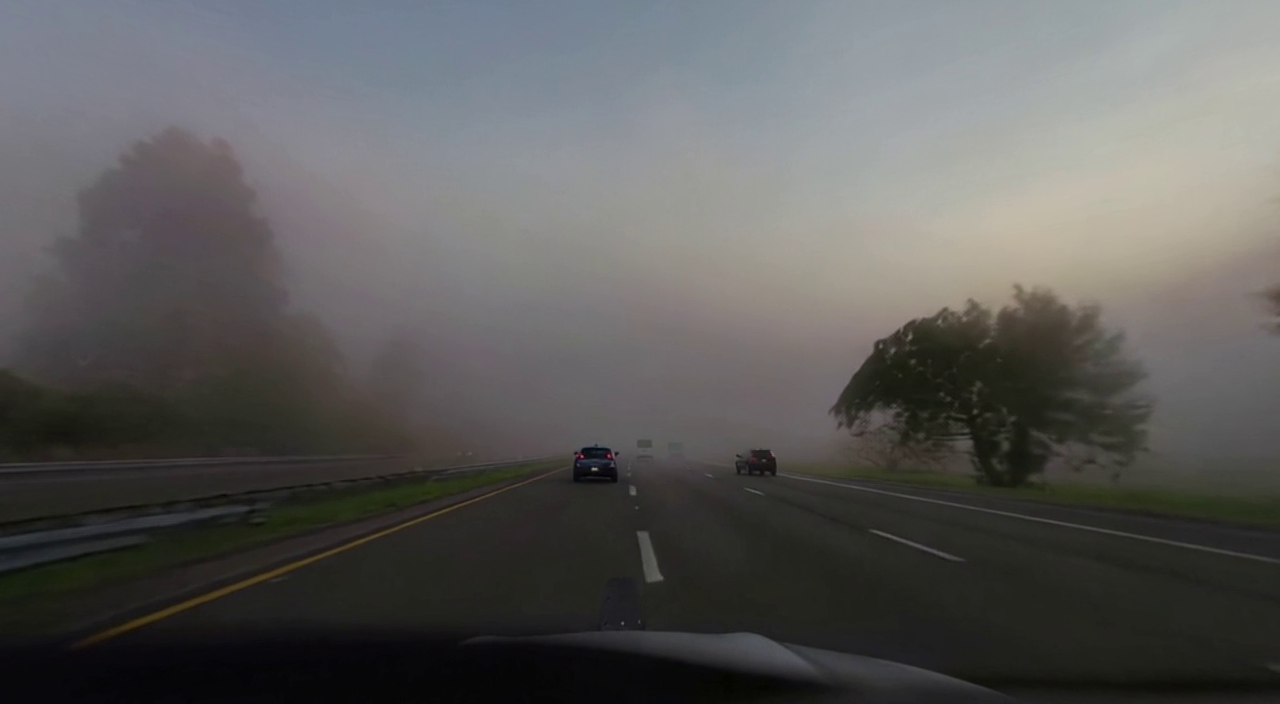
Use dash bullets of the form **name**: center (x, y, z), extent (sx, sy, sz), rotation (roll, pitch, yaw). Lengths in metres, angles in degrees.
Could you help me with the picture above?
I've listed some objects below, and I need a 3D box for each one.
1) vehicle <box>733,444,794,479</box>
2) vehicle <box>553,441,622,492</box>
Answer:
- **vehicle**: center (5.552, 4.951, 28.779), extent (1.926, 1.483, 3.528), rotation (0, -9, -3)
- **vehicle**: center (-1.605, 3.721, 20.751), extent (2.053, 1.483, 4.185), rotation (0, -9, -2)
